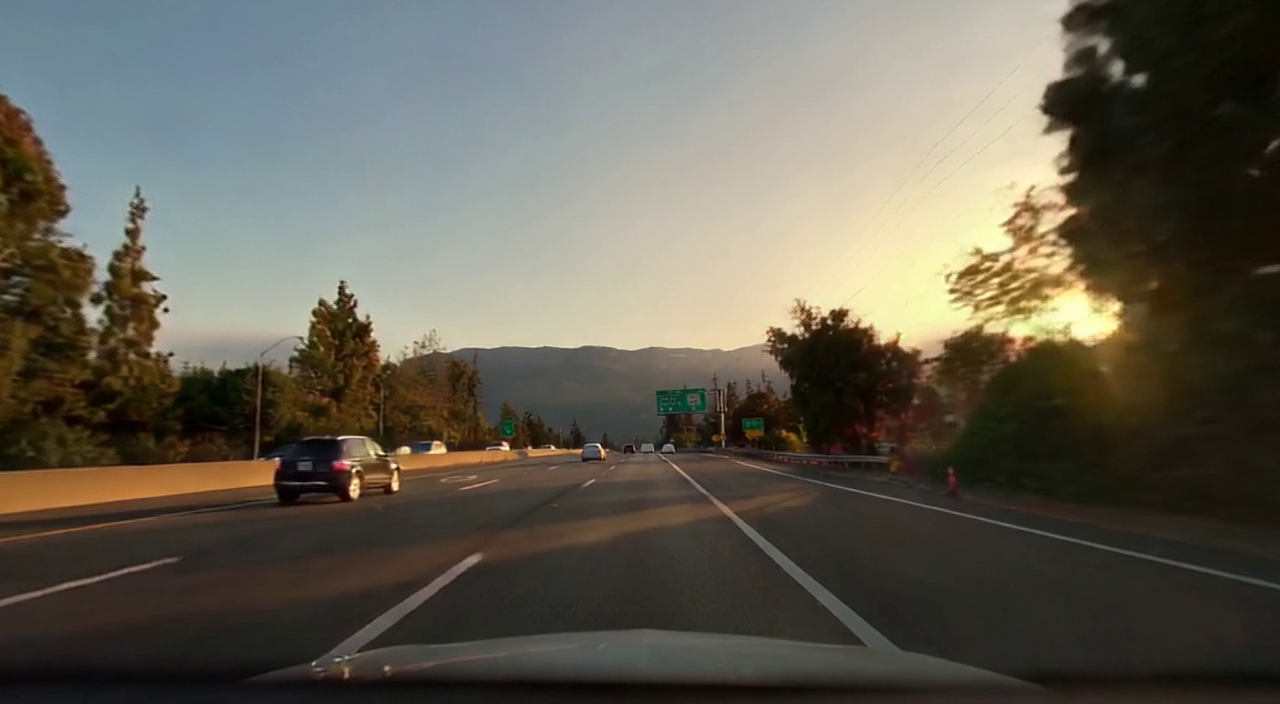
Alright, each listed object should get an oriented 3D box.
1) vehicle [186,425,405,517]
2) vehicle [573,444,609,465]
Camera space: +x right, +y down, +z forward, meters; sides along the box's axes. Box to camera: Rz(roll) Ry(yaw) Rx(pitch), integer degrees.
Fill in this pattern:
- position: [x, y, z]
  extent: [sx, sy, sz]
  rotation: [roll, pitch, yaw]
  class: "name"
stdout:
- position: [-7.322, 2.582, 14.188]
  extent: [2.118, 1.696, 4.836]
  rotation: [0, -9, 1]
  class: "vehicle"
- position: [-3.409, 7.218, 44.486]
  extent: [2.048, 1.368, 4.613]
  rotation: [0, -9, 1]
  class: "vehicle"
